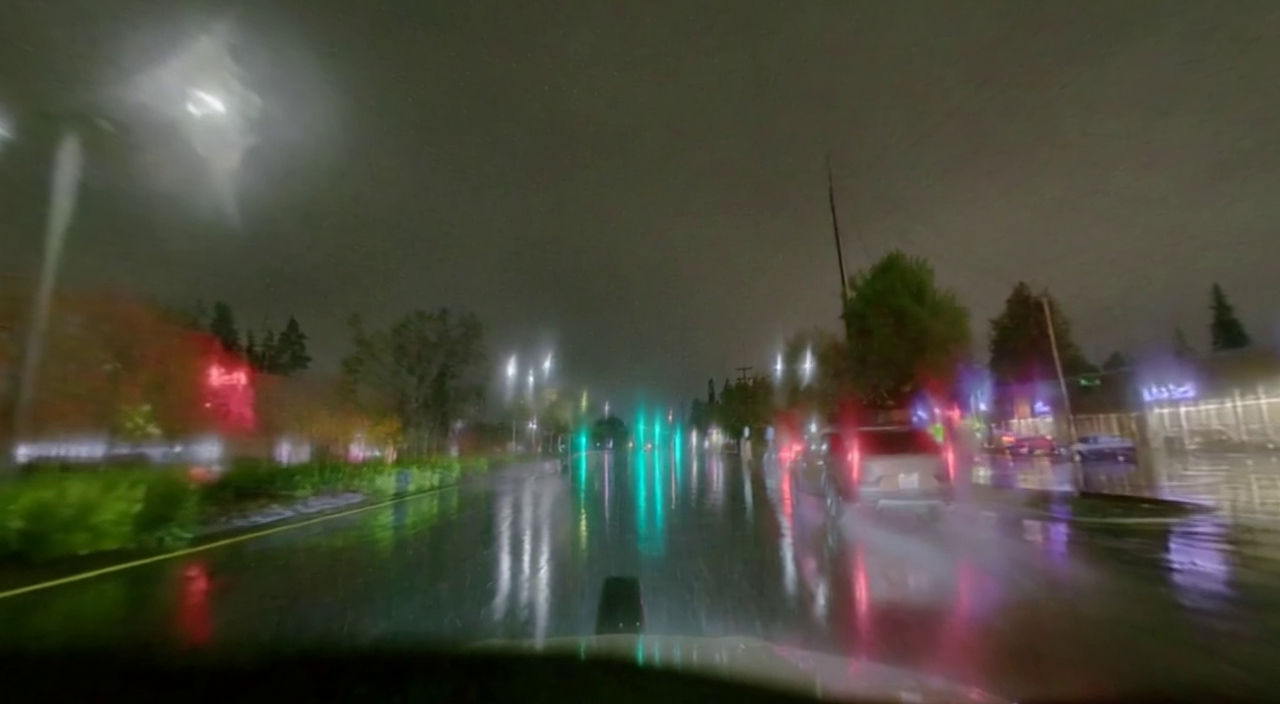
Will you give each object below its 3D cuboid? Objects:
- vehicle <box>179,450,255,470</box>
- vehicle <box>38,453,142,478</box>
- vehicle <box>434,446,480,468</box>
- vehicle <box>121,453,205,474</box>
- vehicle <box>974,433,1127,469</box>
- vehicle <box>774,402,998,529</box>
[{"bbox_3d":[-32.577,8.345,48.769,4.397,1.483,2.036,0,-8,2],"label":"vehicle"},{"bbox_3d":[-32.665,6.744,37.608,4.635,1.422,1.725,0,-8,3],"label":"vehicle"},{"bbox_3d":[-13.137,7.534,45.655,1.915,1.483,4.730,0,-8,0],"label":"vehicle"},{"bbox_3d":[-32.552,7.595,43.182,4.393,1.394,1.612,0,-8,1],"label":"vehicle"},{"bbox_3d":[16.617,4.036,25.766,4.848,1.418,1.914,0,-8,2],"label":"vehicle"},{"bbox_3d":[4.379,2.139,12.421,2.185,1.956,5.128,0,-8,-2],"label":"vehicle"}]
